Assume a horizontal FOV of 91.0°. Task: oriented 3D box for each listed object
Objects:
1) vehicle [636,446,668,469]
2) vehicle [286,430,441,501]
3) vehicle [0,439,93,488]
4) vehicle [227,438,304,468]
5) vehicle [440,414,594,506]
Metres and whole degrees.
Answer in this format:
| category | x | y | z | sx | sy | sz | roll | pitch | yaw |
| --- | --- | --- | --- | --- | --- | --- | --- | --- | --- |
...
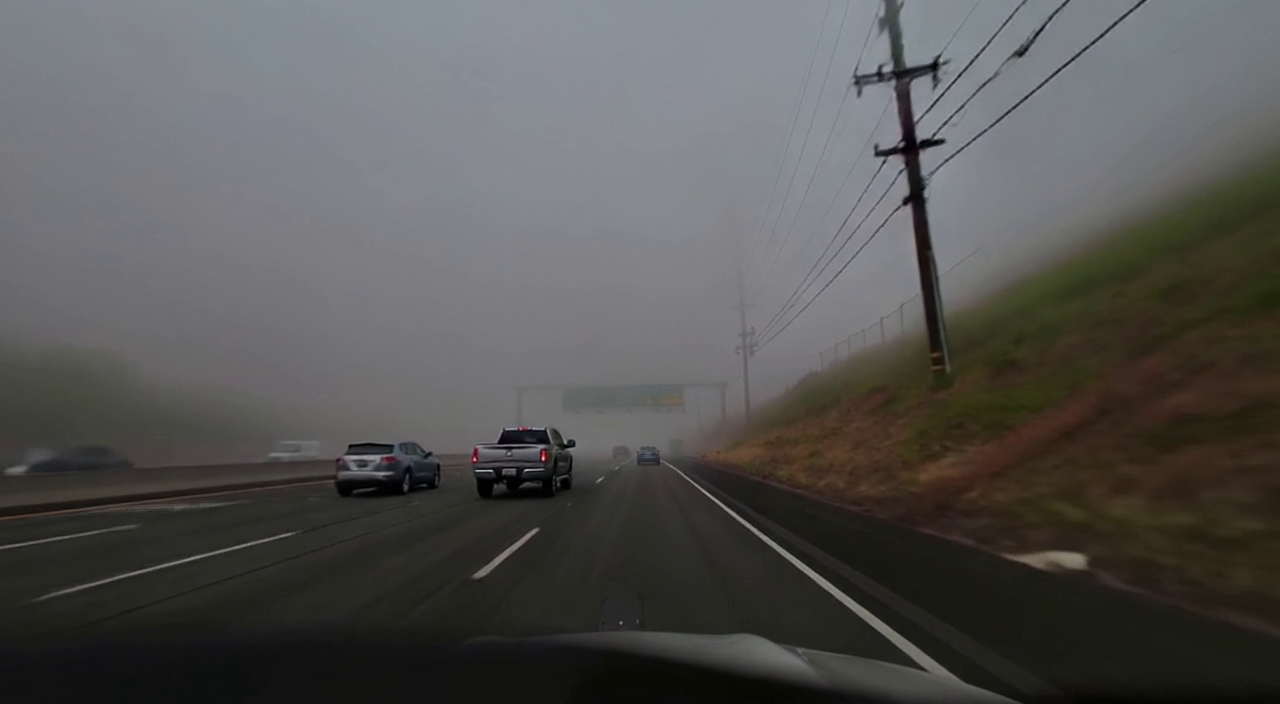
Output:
| category | x | y | z | sx | sy | sz | roll | pitch | yaw |
| --- | --- | --- | --- | --- | --- | --- | --- | --- | --- |
| vehicle | 0.789 | 7.131 | 42.711 | 2.025 | 1.485 | 4.310 | 0 | -9 | -1 |
| vehicle | -7.491 | 3.116 | 17.740 | 2.143 | 1.688 | 4.776 | 0 | -9 | 1 |
| vehicle | -20.451 | 3.624 | 20.590 | 1.656 | 1.485 | 3.729 | 0 | -9 | 1 |
| vehicle | -23.995 | 6.487 | 40.597 | 2.054 | 1.753 | 4.574 | 0 | -9 | 1 |
| vehicle | -3.030 | 2.928 | 17.510 | 2.972 | 2.087 | 6.126 | 0 | -9 | 1 |
